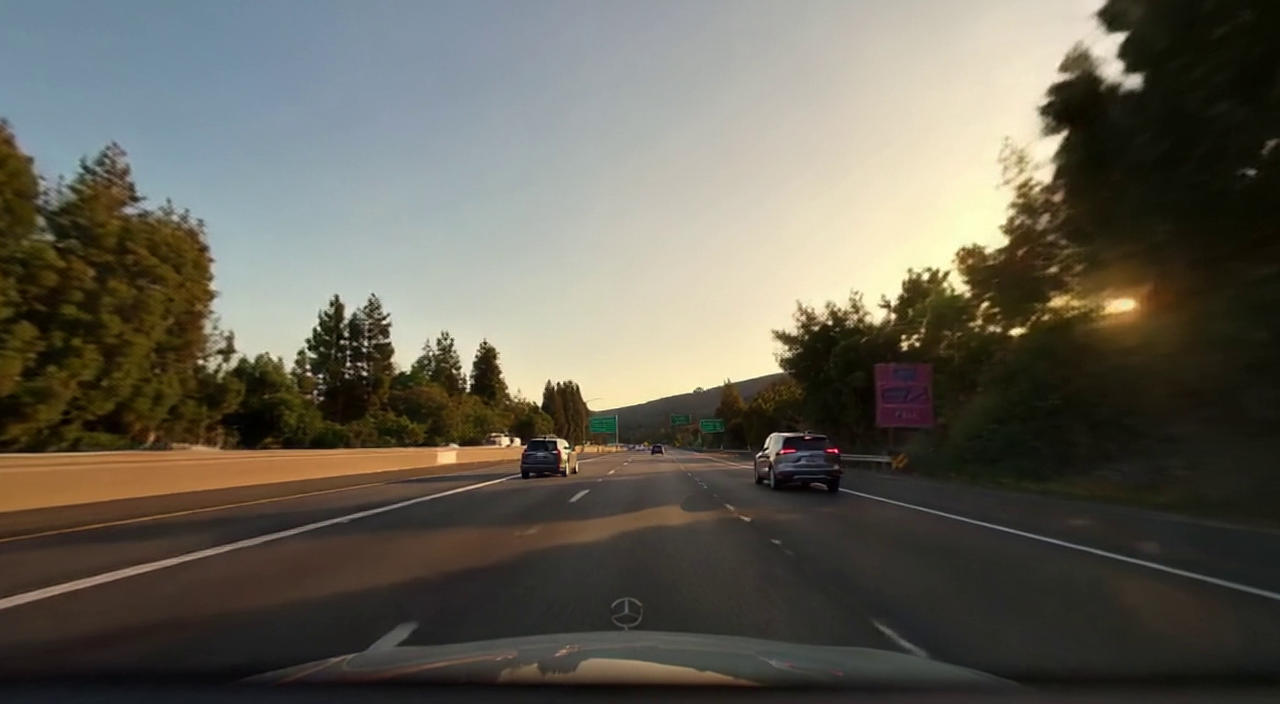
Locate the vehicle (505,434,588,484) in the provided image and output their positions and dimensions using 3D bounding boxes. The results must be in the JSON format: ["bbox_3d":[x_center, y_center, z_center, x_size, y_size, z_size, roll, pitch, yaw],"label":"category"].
[{"bbox_3d":[-3.216,3.800,22.552,2.166,1.608,4.297,0,-8,2],"label":"vehicle"}]

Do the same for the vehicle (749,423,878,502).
[{"bbox_3d":[4.390,2.866,16.737,2.149,1.796,4.487,0,-8,0],"label":"vehicle"}]

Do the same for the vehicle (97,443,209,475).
[{"bbox_3d":[-24.282,5.328,31.559,1.820,1.468,4.624,0,-8,1],"label":"vehicle"}]
